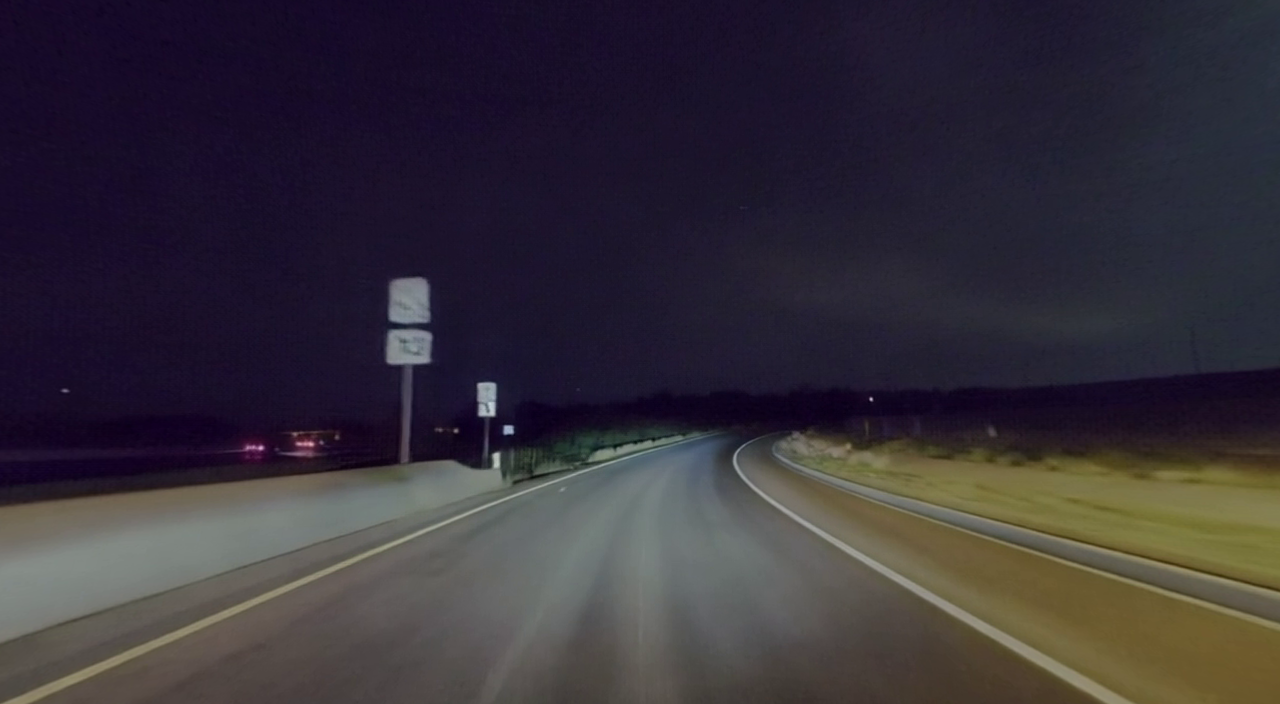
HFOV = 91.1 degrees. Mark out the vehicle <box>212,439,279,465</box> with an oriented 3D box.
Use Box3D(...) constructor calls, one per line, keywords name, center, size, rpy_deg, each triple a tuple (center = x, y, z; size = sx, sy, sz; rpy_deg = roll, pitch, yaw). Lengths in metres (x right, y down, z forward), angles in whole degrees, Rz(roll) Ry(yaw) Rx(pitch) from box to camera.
Box3D(name="vehicle", center=(-24.019, 6.063, 38.464), size=(1.895, 1.451, 4.168), rpy_deg=(1, -8, -9))
